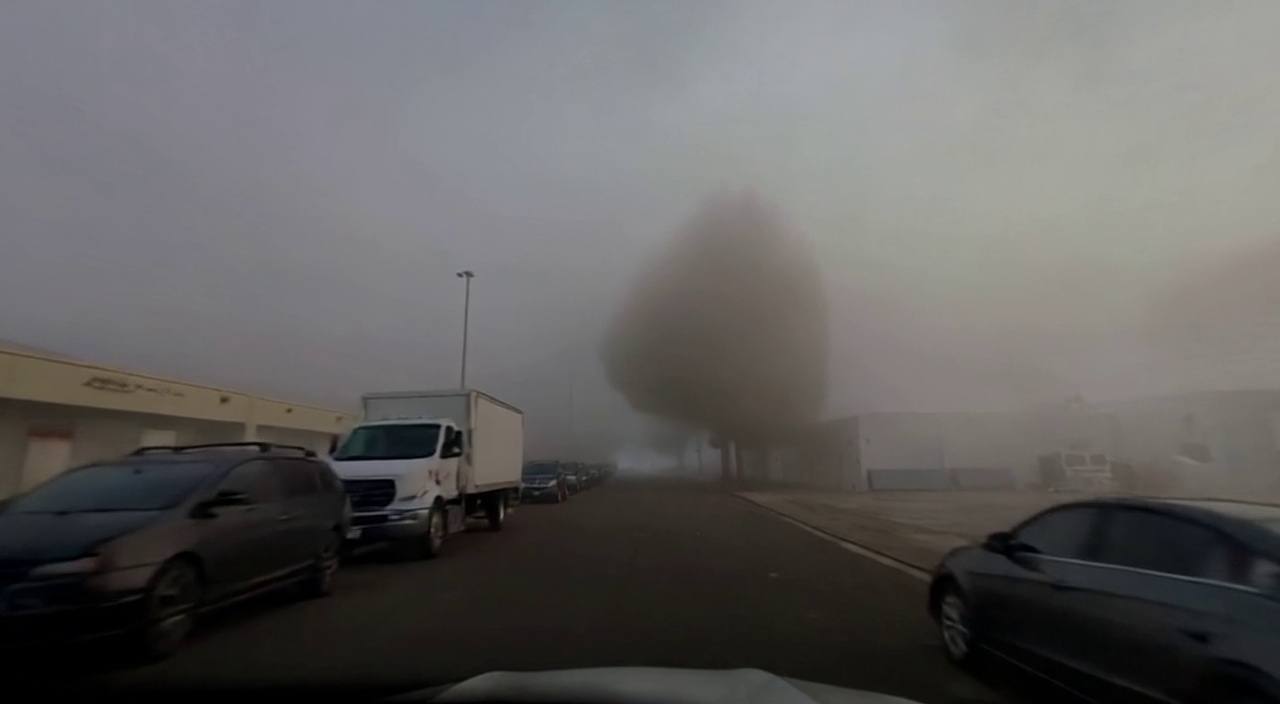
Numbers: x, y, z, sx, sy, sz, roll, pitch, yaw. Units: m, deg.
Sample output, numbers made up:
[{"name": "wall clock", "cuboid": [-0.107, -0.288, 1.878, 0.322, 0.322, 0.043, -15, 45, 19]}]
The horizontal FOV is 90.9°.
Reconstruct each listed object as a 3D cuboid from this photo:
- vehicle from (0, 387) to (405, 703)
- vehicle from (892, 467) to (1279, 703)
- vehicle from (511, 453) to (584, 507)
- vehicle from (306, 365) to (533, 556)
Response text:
[{"name": "vehicle", "cuboid": [-3.852, 1.429, 5.513, 1.917, 1.735, 4.032, 1, -11, 1]}, {"name": "vehicle", "cuboid": [2.927, 1.312, 3.049, 1.819, 1.446, 3.909, 1, -11, 1]}, {"name": "vehicle", "cuboid": [-3.270, 4.623, 23.238, 1.886, 1.640, 4.311, 2, -8, 2]}, {"name": "vehicle", "cuboid": [-3.649, 2.068, 11.973, 2.242, 2.726, 5.581, 1, -11, -1]}]
